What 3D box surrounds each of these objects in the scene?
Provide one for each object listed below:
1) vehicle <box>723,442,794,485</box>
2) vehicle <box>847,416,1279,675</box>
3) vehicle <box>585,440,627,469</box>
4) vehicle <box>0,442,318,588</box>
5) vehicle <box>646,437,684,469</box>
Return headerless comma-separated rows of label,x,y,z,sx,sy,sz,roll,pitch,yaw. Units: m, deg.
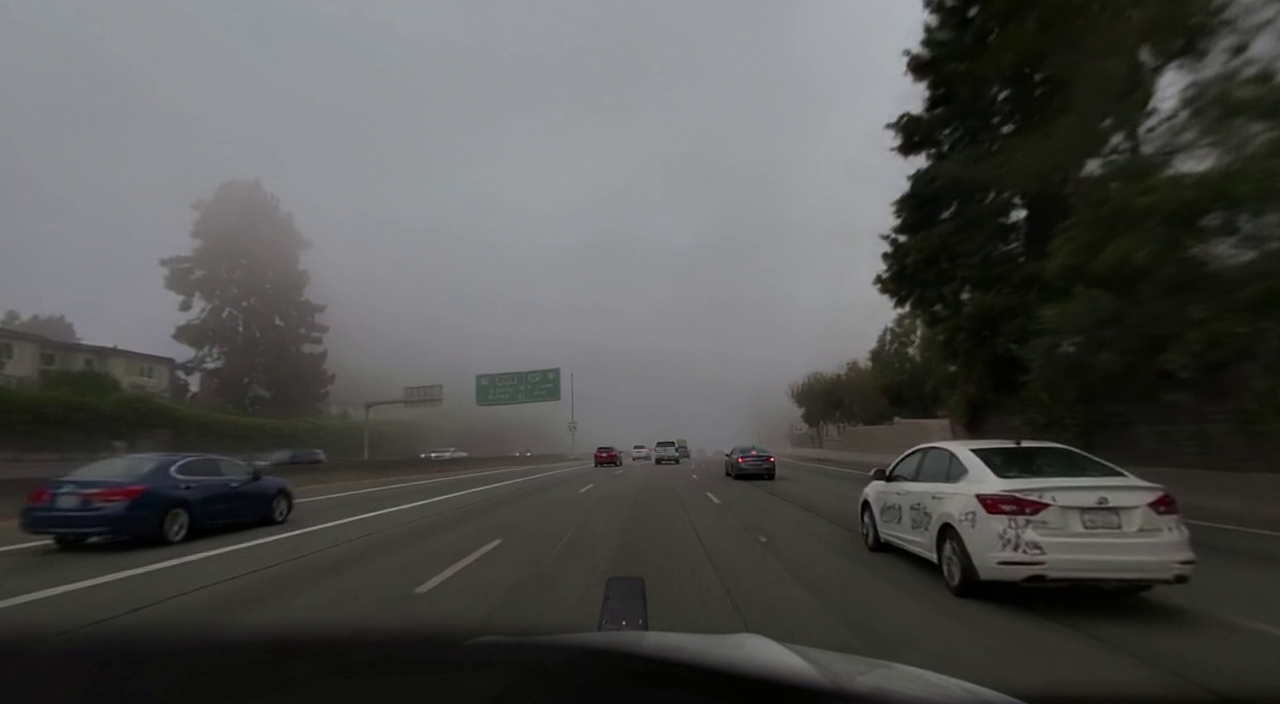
vehicle,4.251,4.043,23.199,1.854,1.438,3.954,0,-8,1
vehicle,3.607,1.455,5.922,1.912,1.509,4.291,0,-8,1
vehicle,-2.164,6.667,41.120,2.070,1.740,4.678,-1,-8,5
vehicle,-6.785,2.038,8.882,2.050,1.507,4.375,0,-8,2
vehicle,1.531,6.108,38.278,2.183,1.764,4.134,-1,-8,3
